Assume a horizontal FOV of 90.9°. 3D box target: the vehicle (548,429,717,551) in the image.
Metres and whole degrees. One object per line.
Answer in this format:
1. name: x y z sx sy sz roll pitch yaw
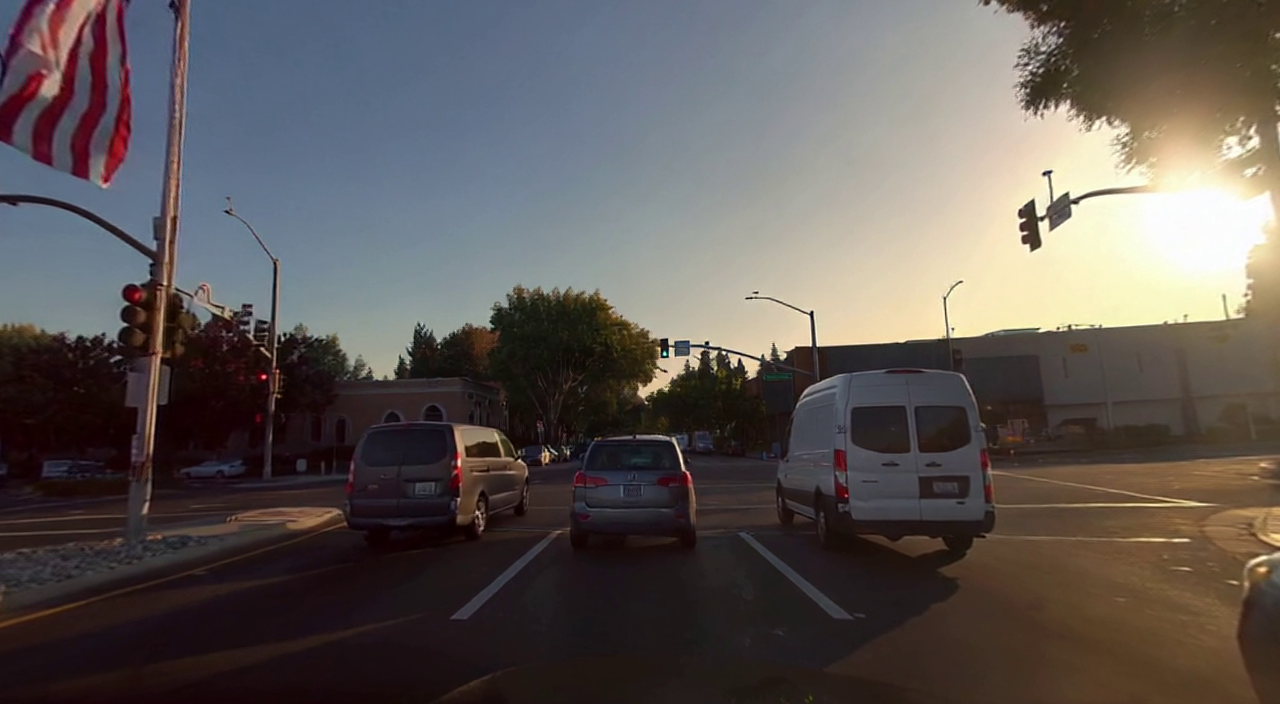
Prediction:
1. vehicle: -0.113 2.035 9.984 2.098 1.494 4.118 0 -9 -1

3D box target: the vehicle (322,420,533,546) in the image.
1. vehicle: -3.221 2.069 10.578 2.024 1.677 3.998 0 -9 2

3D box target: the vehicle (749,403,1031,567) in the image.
1. vehicle: 3.068 1.760 9.035 2.178 1.746 4.400 0 -9 -1
